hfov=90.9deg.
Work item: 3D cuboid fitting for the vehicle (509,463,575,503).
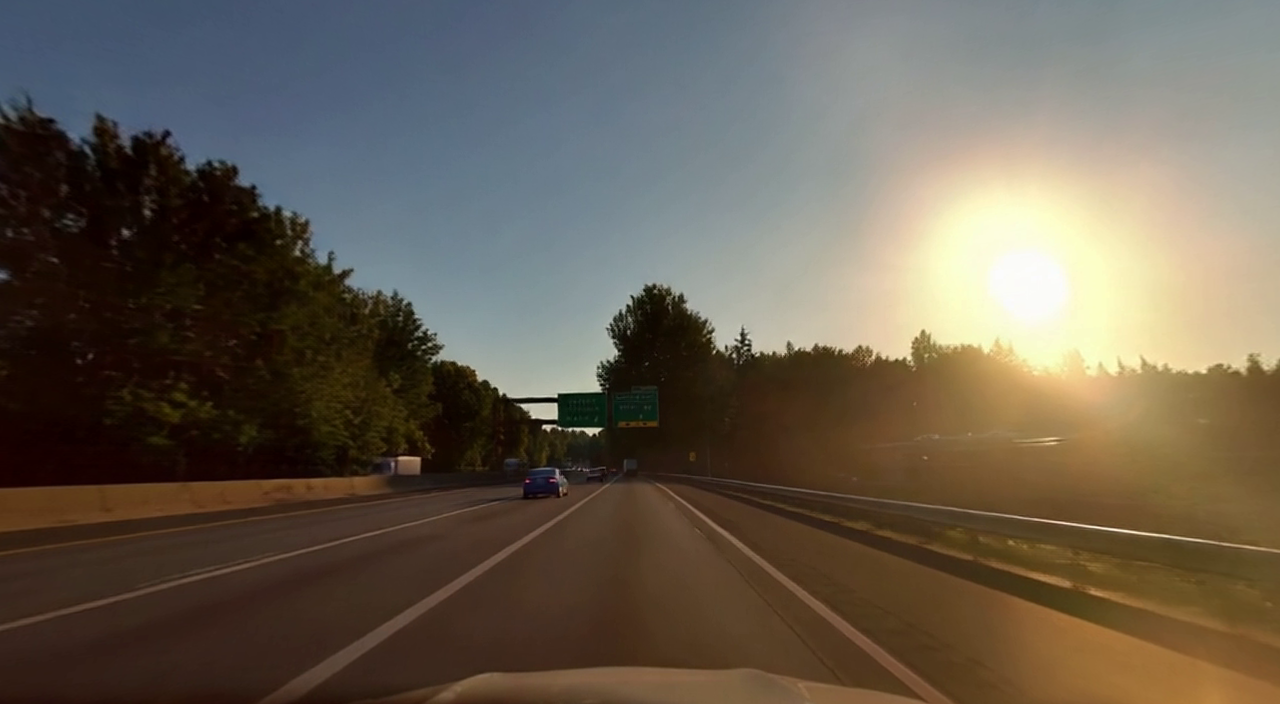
[{"bbox_3d":[-4.038,5.488,26.666,1.995,1.467,4.467,1,-10,1],"label":"vehicle"}]
